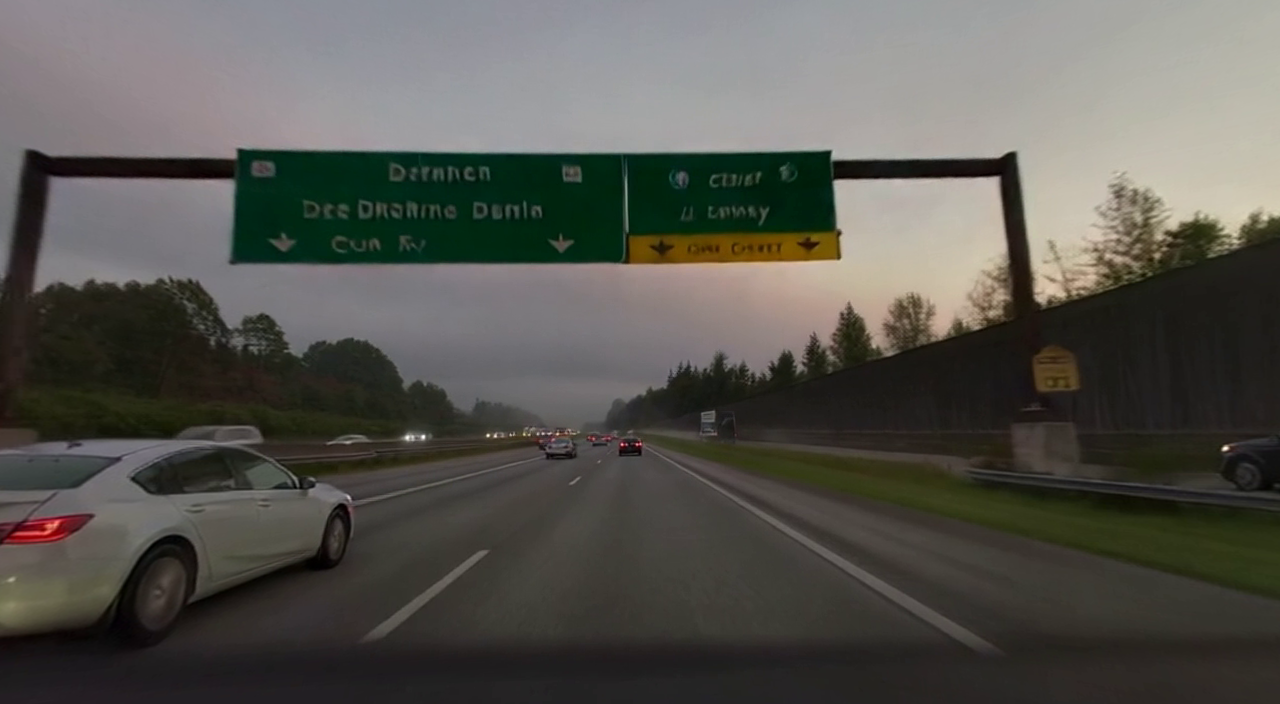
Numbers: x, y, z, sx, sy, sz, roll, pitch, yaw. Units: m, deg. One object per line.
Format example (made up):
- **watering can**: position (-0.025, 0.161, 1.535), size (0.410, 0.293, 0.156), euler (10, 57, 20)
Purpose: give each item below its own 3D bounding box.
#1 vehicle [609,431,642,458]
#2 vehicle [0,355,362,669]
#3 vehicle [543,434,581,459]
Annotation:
- **vehicle**: position (-0.884, 5.842, 39.827), size (2.002, 1.611, 3.778), euler (0, -8, 0)
- **vehicle**: position (-4.561, 1.213, 5.883), size (1.971, 1.822, 4.366), euler (0, -8, -1)
- **vehicle**: position (-4.730, 5.779, 38.701), size (1.909, 1.445, 4.087), euler (0, -8, -1)
